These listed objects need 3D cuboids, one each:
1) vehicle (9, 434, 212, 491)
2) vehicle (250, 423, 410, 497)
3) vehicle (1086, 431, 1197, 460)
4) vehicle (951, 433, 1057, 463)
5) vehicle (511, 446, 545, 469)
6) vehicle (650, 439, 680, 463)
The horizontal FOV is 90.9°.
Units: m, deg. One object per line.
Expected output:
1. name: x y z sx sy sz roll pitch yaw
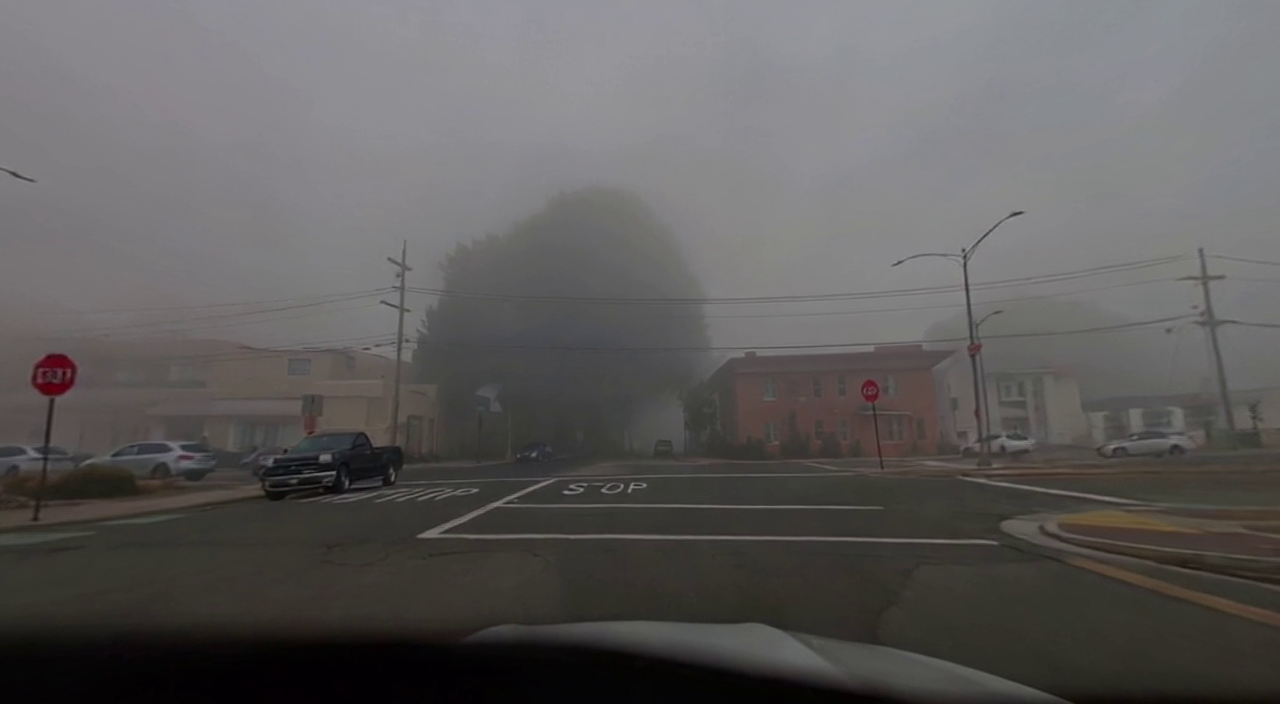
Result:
1. vehicle: -16.892 3.455 20.350 2.010 1.583 4.582 -6 -9 37
2. vehicle: -7.928 2.823 16.794 2.156 1.620 4.945 0 -9 -6
3. vehicle: 26.973 5.013 33.994 4.323 1.507 1.896 0 -7 -1
4. vehicle: 19.495 5.130 33.910 4.528 1.458 1.939 0 -6 -2
5. vehicle: -8.492 7.985 47.921 1.904 1.475 3.784 0 -5 0
6. vehicle: 1.721 6.973 44.657 1.851 1.471 4.372 0 -7 -1
